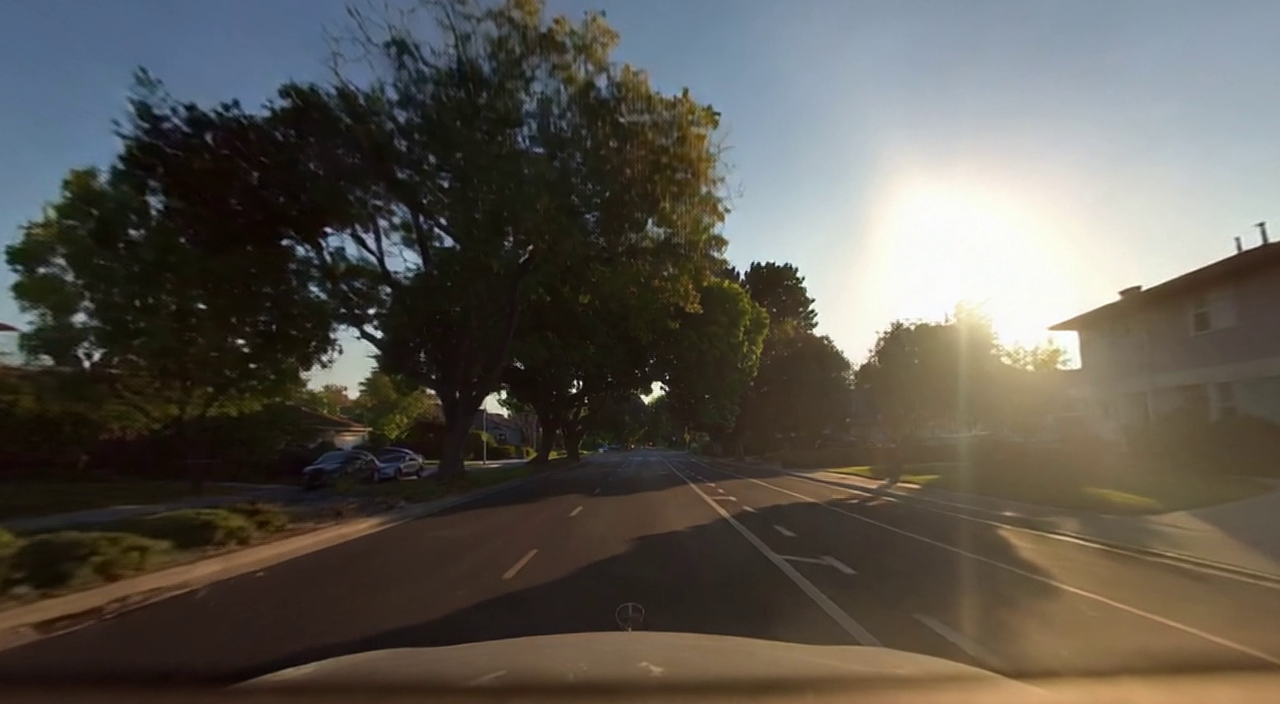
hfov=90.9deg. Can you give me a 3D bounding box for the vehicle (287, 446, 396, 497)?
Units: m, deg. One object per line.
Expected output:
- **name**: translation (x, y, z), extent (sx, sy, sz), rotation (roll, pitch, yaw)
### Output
- **vehicle**: translation (-11.578, 4.606, 24.897), extent (2.023, 1.629, 4.822), rotation (-2, -7, 0)

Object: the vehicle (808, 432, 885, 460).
- **vehicle**: translation (14.251, 6.501, 43.728), extent (4.907, 1.693, 2.081), rotation (0, -7, 14)
